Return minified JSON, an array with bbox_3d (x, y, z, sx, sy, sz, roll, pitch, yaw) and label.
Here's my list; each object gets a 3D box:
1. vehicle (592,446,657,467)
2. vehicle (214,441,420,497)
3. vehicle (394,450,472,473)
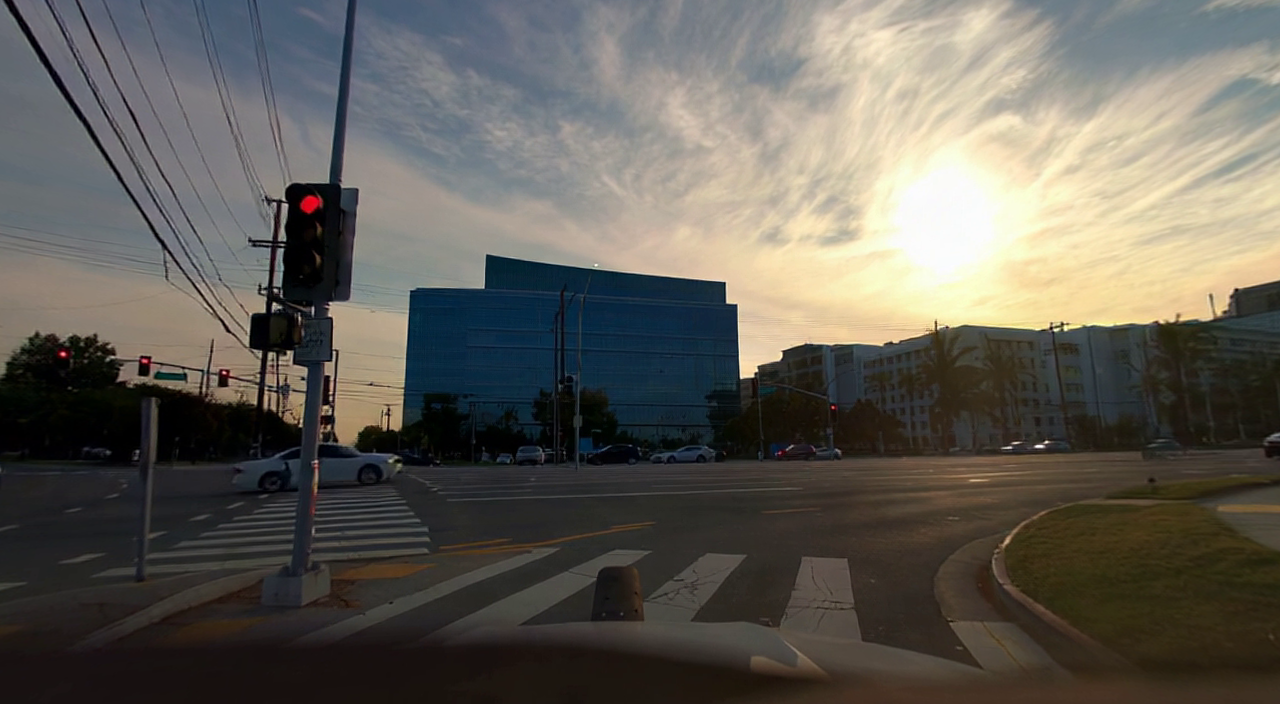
[{"bbox_3d":[-1.138,7.547,45.835,4.391,1.451,1.717,4,-9,-25],"label":"vehicle"},{"bbox_3d":[-8.903,3.230,17.645,4.799,1.438,1.899,-1,-8,6],"label":"vehicle"},{"bbox_3d":[-14.077,7.430,43.014,4.837,1.407,1.818,4,-9,-26],"label":"vehicle"}]
